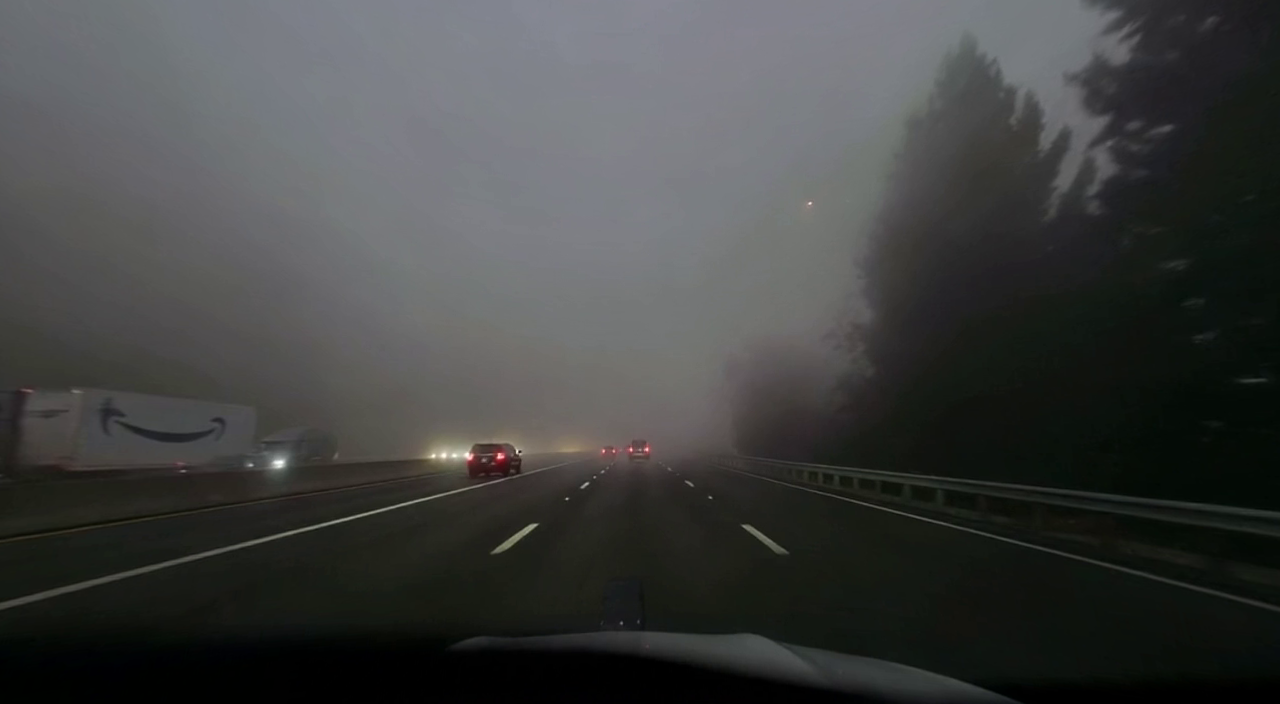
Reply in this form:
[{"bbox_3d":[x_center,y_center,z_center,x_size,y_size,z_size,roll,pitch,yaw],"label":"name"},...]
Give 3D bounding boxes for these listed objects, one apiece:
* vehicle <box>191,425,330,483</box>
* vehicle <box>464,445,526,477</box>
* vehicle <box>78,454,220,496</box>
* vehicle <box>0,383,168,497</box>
[{"bbox_3d":[-19.297,5.249,32.766,2.640,2.648,7.188,0,-9,1],"label":"vehicle"},{"bbox_3d":[-7.244,5.487,31.991,1.973,1.494,4.419,0,-9,1],"label":"vehicle"},{"bbox_3d":[-19.201,4.788,25.003,1.864,1.454,4.653,0,-9,0],"label":"vehicle"},{"bbox_3d":[-23.184,3.348,23.644,2.971,3.836,10.249,0,-9,0],"label":"vehicle"}]
